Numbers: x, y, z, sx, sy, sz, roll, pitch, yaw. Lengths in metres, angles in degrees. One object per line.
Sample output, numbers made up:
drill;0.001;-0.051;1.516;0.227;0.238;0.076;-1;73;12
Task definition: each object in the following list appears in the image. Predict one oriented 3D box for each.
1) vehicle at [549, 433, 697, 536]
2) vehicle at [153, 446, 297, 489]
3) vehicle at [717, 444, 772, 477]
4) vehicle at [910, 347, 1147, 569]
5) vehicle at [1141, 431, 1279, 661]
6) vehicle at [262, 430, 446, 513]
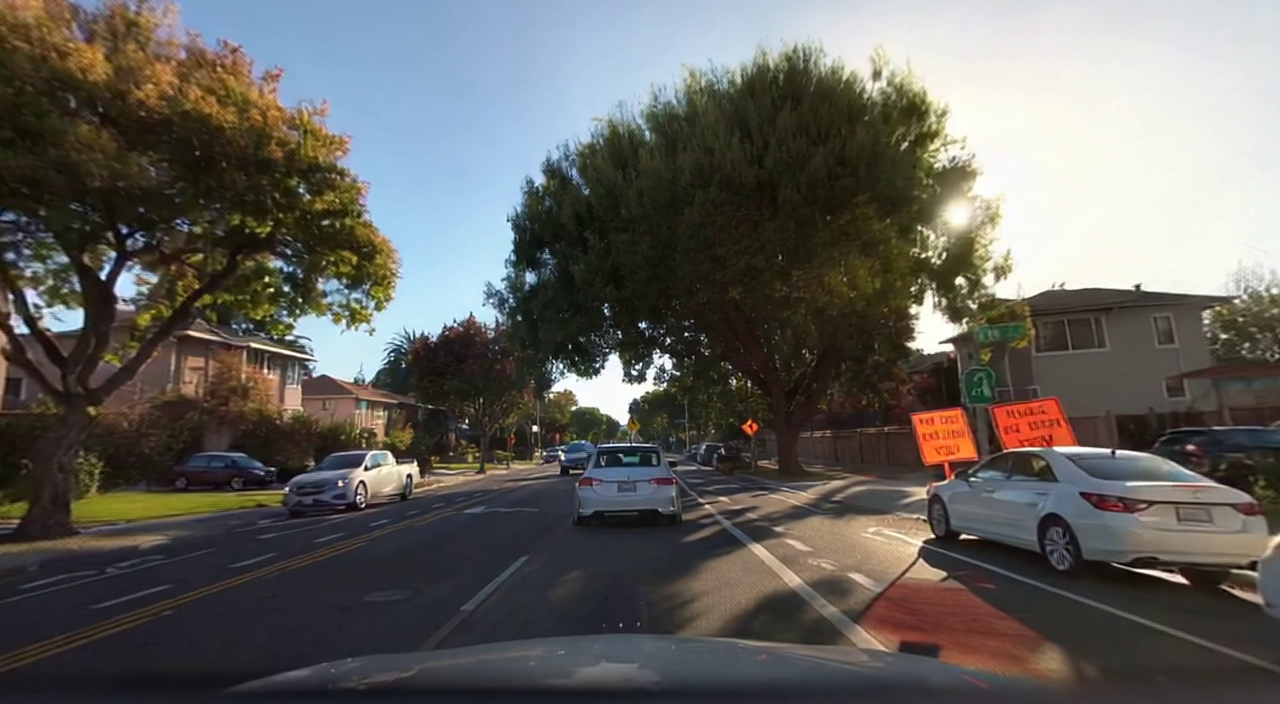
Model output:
vehicle;-0.235;2.241;11.252;2.151;1.481;4.084;0;-9;0
vehicle;-16.629;4.620;25.399;4.468;1.517;1.796;-1;-9;-2
vehicle;4.921;5.151;30.159;1.985;1.481;4.116;0;-9;1
vehicle;5.272;1.449;8.973;1.409;2.648;2.645;1;-8;-4
vehicle;5.102;1.076;2.840;1.864;1.480;4.587;0;-9;-1
vehicle;-8.148;3.462;18.903;2.659;2.047;6.014;0;-8;0
